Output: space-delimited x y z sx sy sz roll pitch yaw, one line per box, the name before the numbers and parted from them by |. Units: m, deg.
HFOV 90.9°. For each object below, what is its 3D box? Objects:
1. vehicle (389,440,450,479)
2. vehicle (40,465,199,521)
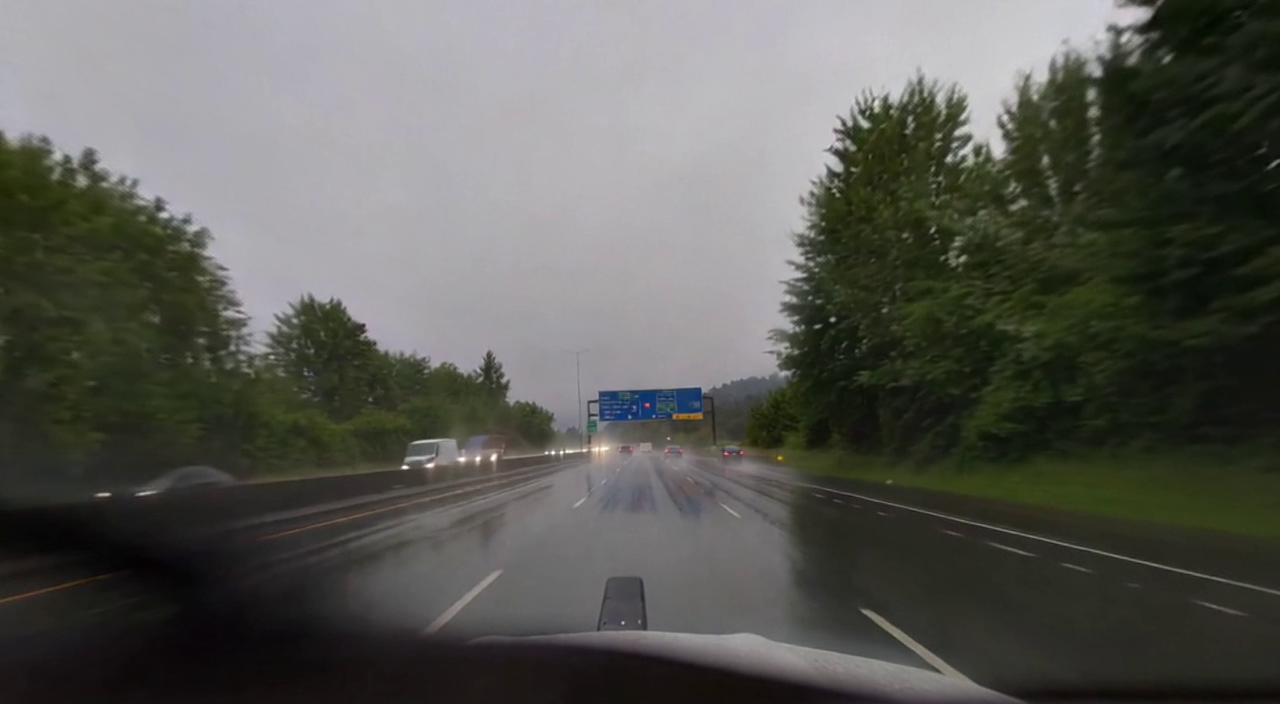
vehicle | -15.461 7.533 44.509 2.281 2.519 5.502 0 -9 0
vehicle | -19.071 5.146 23.433 1.989 1.749 4.483 0 -9 1
